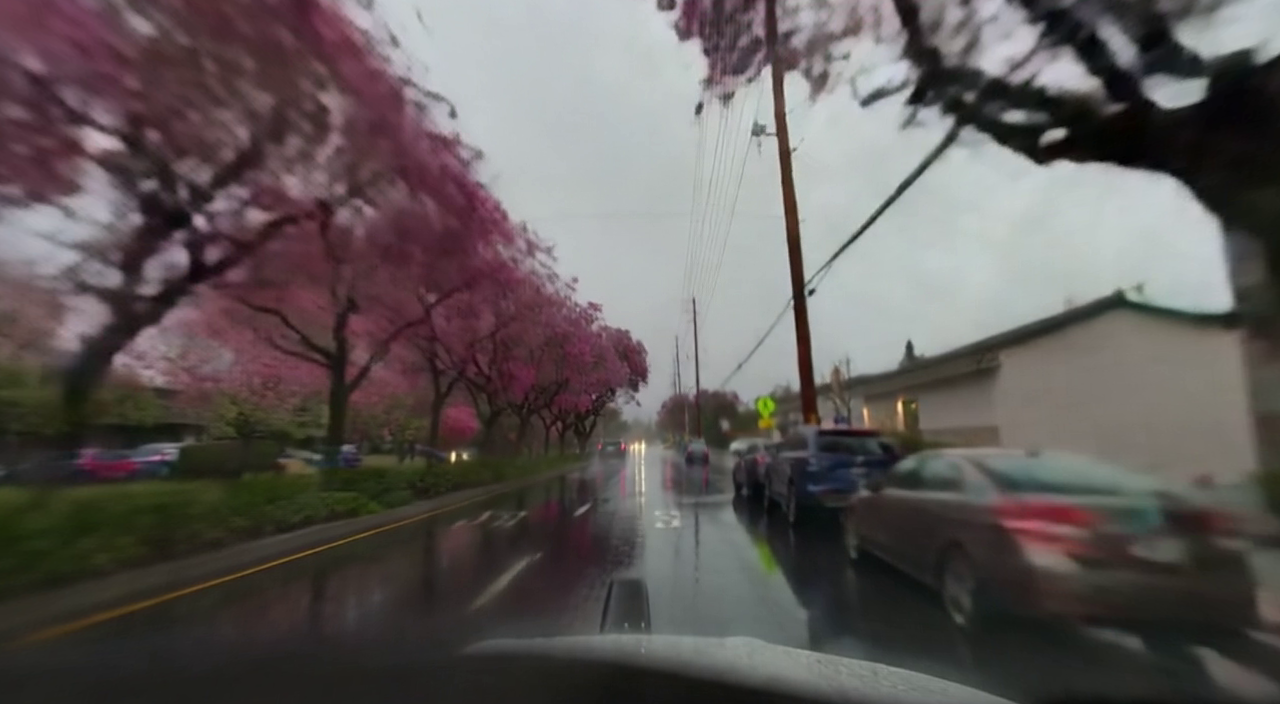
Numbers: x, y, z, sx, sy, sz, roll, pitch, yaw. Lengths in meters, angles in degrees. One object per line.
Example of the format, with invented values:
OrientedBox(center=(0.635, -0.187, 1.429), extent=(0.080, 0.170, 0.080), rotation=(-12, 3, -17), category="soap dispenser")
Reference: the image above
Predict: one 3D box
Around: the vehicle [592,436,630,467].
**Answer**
OrientedBox(center=(-1.891, 6.732, 42.758), extent=(2.202, 1.961, 4.980), rotation=(0, -9, 1), category="vehicle")

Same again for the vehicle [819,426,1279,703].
OrientedBox(center=(3.273, 1.485, 5.702), extent=(1.851, 1.486, 4.879), rotation=(-2, -8, 0), category="vehicle")

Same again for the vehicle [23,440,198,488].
OrientedBox(center=(-22.610, 4.784, 27.244), extent=(5.252, 1.925, 2.061), rotation=(3, -9, -20), category="vehicle")
